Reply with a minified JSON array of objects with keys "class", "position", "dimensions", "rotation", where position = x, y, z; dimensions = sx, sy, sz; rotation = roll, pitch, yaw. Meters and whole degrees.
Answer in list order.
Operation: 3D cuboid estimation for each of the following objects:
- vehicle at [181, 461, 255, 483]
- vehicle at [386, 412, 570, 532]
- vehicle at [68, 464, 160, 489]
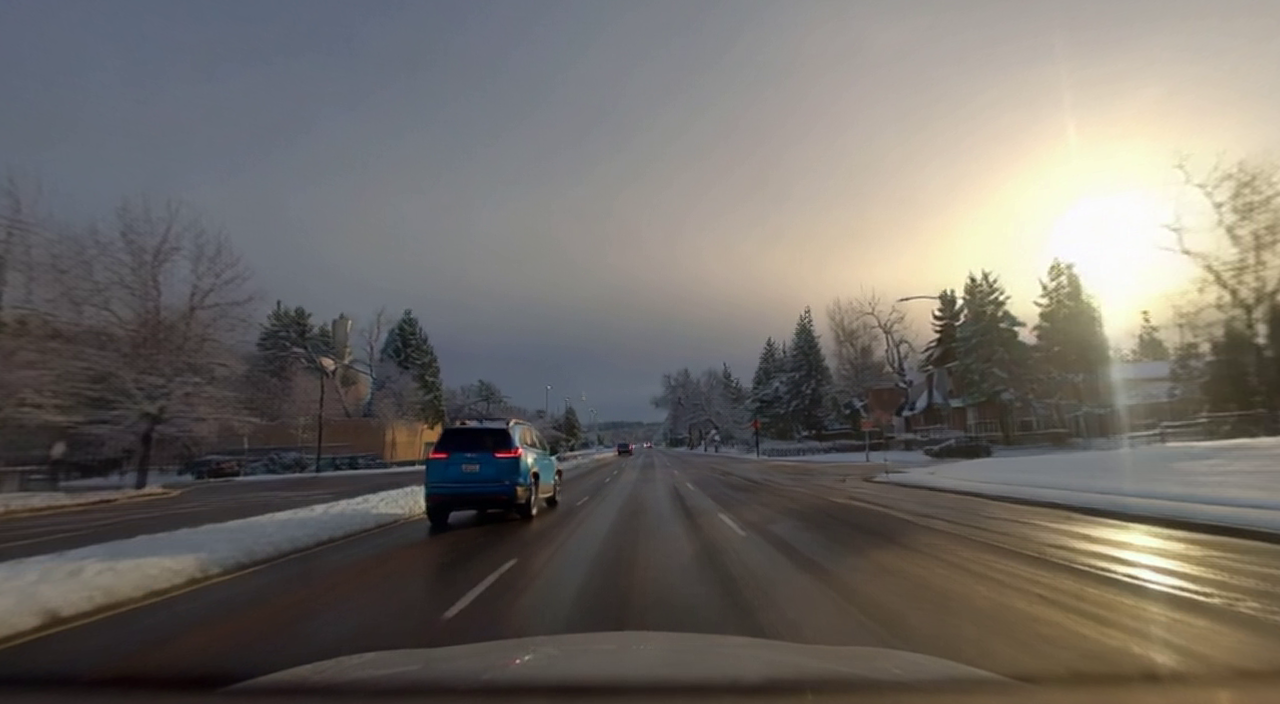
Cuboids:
[{"class":"vehicle","position":[-31.924,9.069,47.724],"dimensions":[4.500,1.475,1.842],"rotation":[6,-10,-35]},{"class":"vehicle","position":[-2.796,2.218,12.264],"dimensions":[2.179,1.851,4.756],"rotation":[0,-8,2]},{"class":"vehicle","position":[-36.580,8.638,43.978],"dimensions":[4.757,1.473,1.837],"rotation":[6,-11,-37]}]
